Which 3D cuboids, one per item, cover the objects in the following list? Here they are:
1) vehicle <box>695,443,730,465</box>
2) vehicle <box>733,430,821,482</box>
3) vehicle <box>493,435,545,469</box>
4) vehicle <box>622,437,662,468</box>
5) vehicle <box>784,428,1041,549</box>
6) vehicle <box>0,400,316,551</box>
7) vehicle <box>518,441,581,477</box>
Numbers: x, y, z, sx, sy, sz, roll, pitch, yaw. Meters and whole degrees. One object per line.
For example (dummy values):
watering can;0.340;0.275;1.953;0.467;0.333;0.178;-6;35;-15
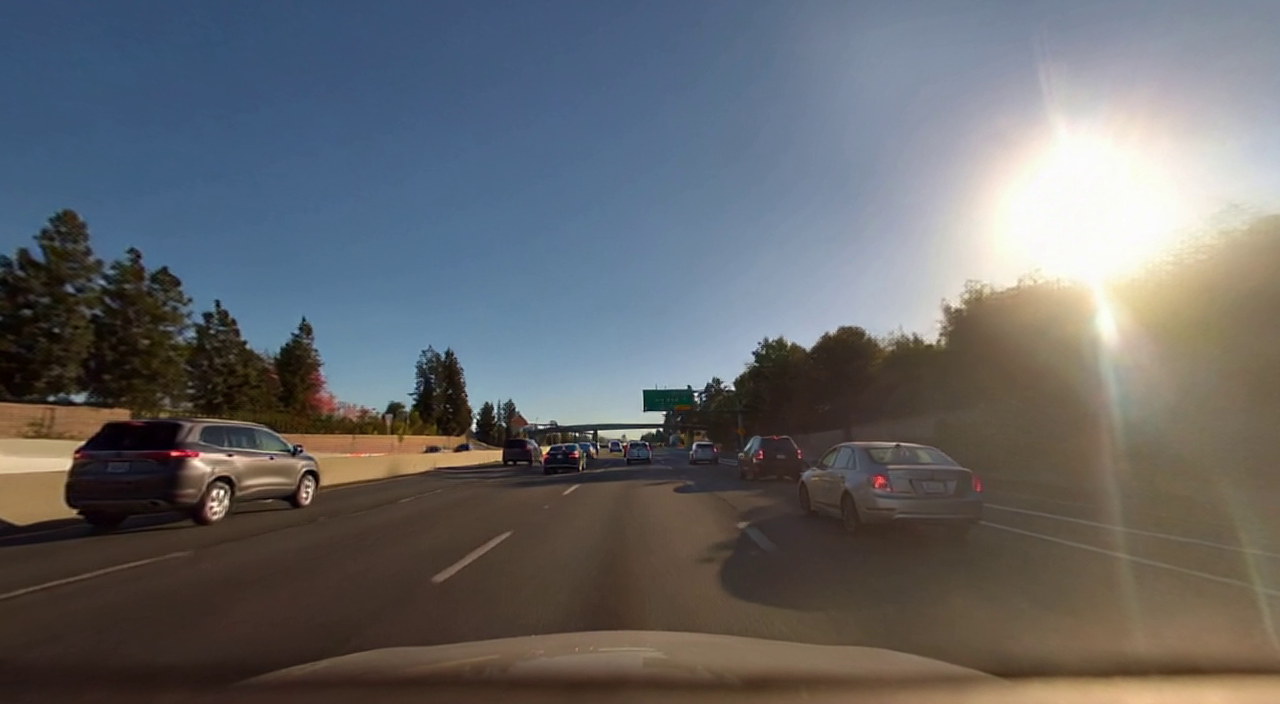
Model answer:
vehicle;4.986;7.084;43.836;1.944;1.465;4.245;0;-9;0
vehicle;5.029;3.902;23.763;2.335;1.759;4.297;0;-9;0
vehicle;-6.896;5.750;36.375;2.111;1.811;4.391;0;-9;1
vehicle;0.104;5.794;36.333;2.158;1.706;4.219;0;-9;-1
vehicle;3.955;2.066;10.236;2.141;1.507;4.510;0;-9;0
vehicle;-7.498;1.866;10.099;2.142;1.849;4.566;0;-9;0
vehicle;-3.880;4.689;27.767;2.071;1.478;4.130;0;-9;1
